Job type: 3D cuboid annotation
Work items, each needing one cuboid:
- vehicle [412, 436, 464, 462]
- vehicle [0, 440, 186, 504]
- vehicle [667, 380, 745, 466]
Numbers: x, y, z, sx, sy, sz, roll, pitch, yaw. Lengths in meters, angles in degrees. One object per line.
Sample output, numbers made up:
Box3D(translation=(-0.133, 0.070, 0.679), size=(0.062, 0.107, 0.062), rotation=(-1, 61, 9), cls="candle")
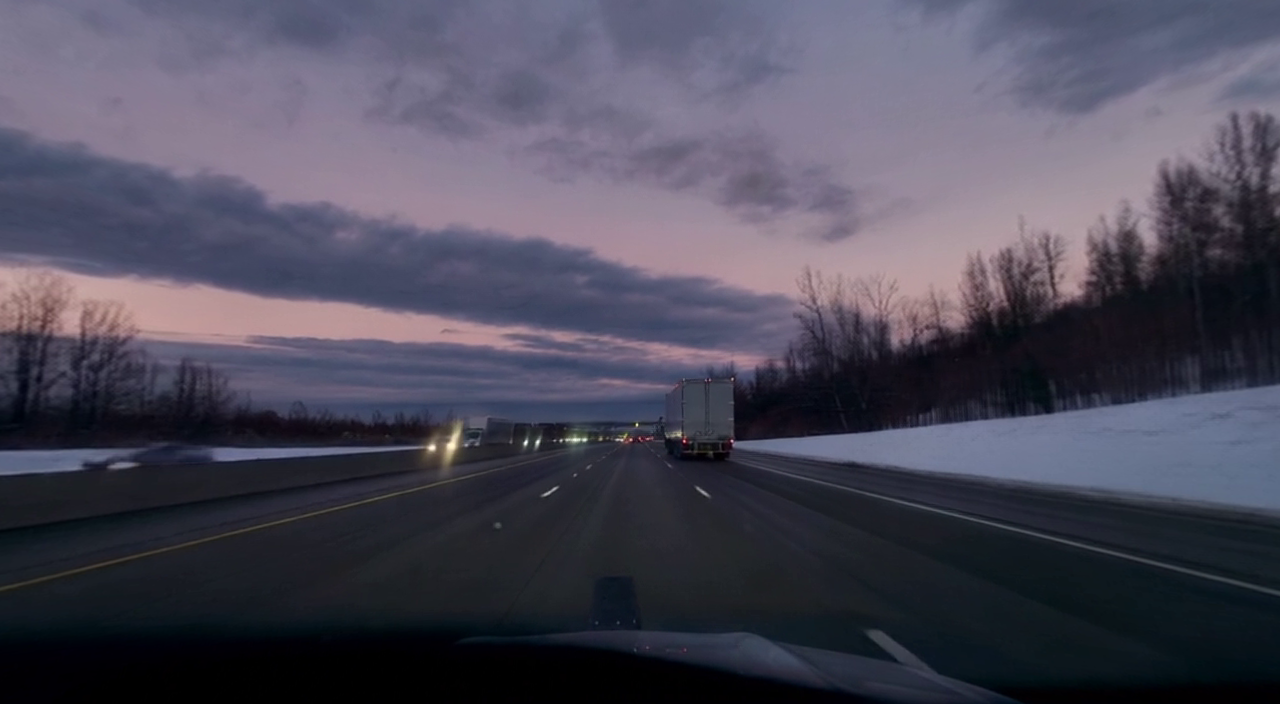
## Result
Box3D(translation=(-12.251, 5.900, 38.392), size=(1.847, 1.490, 4.234), rotation=(0, -8, -1), cls="vehicle")
Box3D(translation=(-15.567, 3.303, 17.937), size=(1.861, 1.556, 4.536), rotation=(0, -8, 0), cls="vehicle")
Box3D(translation=(3.573, 4.465, 38.687), size=(2.979, 4.161, 15.508), rotation=(0, -7, -1), cls="vehicle")
